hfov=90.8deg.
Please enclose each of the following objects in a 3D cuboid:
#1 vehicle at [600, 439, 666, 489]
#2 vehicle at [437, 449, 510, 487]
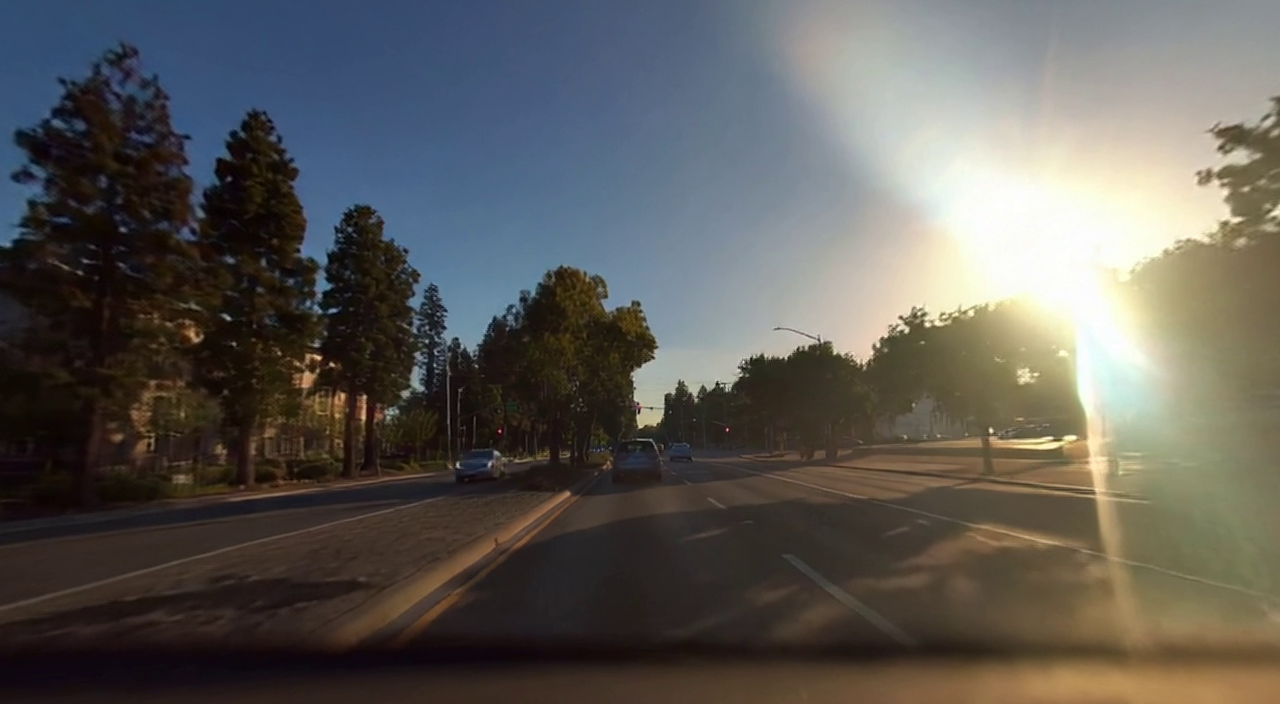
[{"bbox_3d":[-0.261,4.029,23.072,2.181,1.639,4.127,0,-9,-1],"label":"vehicle"},{"bbox_3d":[-7.407,5.183,28.610,2.094,1.579,4.297,0,-9,0],"label":"vehicle"}]
